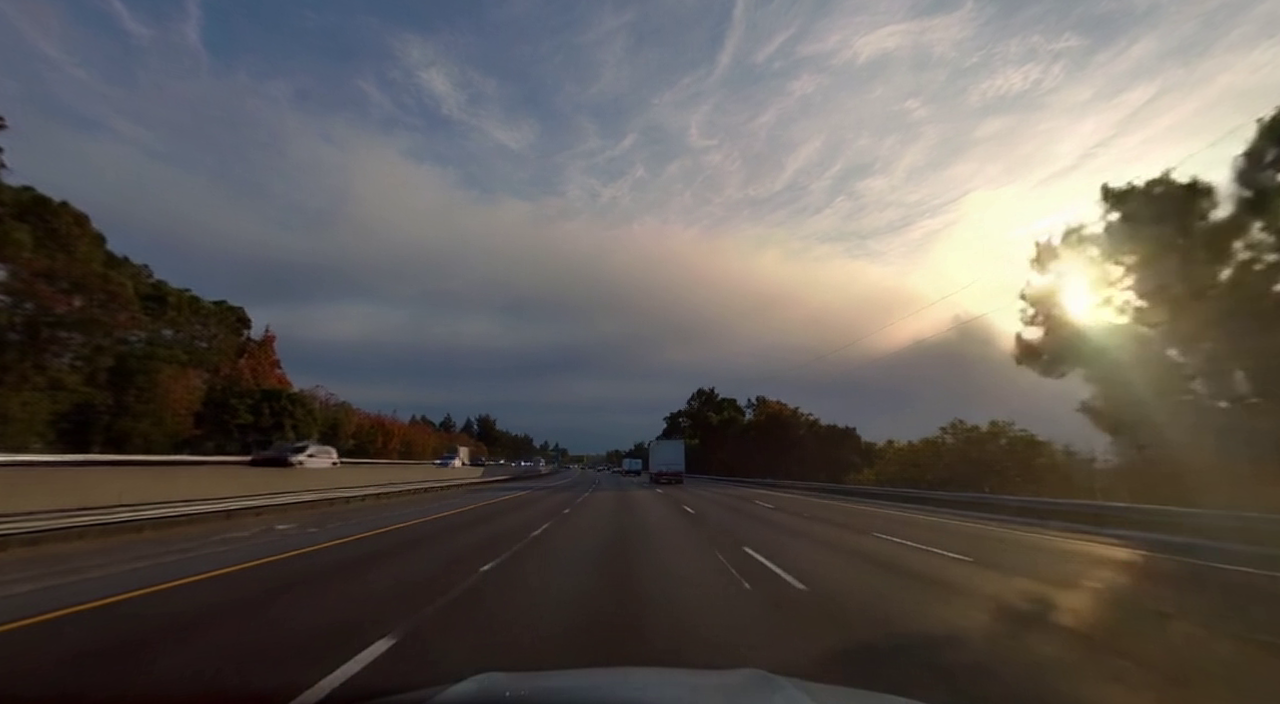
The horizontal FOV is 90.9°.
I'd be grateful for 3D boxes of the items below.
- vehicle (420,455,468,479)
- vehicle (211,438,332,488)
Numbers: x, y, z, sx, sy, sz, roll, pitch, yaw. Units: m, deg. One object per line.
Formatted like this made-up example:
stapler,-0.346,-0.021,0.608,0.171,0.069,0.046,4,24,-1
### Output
vehicle,-12.942,7.660,41.850,1.858,1.451,4.401,1,-11,-1
vehicle,-11.721,3.605,20.336,1.732,1.414,3.600,1,-11,-1
